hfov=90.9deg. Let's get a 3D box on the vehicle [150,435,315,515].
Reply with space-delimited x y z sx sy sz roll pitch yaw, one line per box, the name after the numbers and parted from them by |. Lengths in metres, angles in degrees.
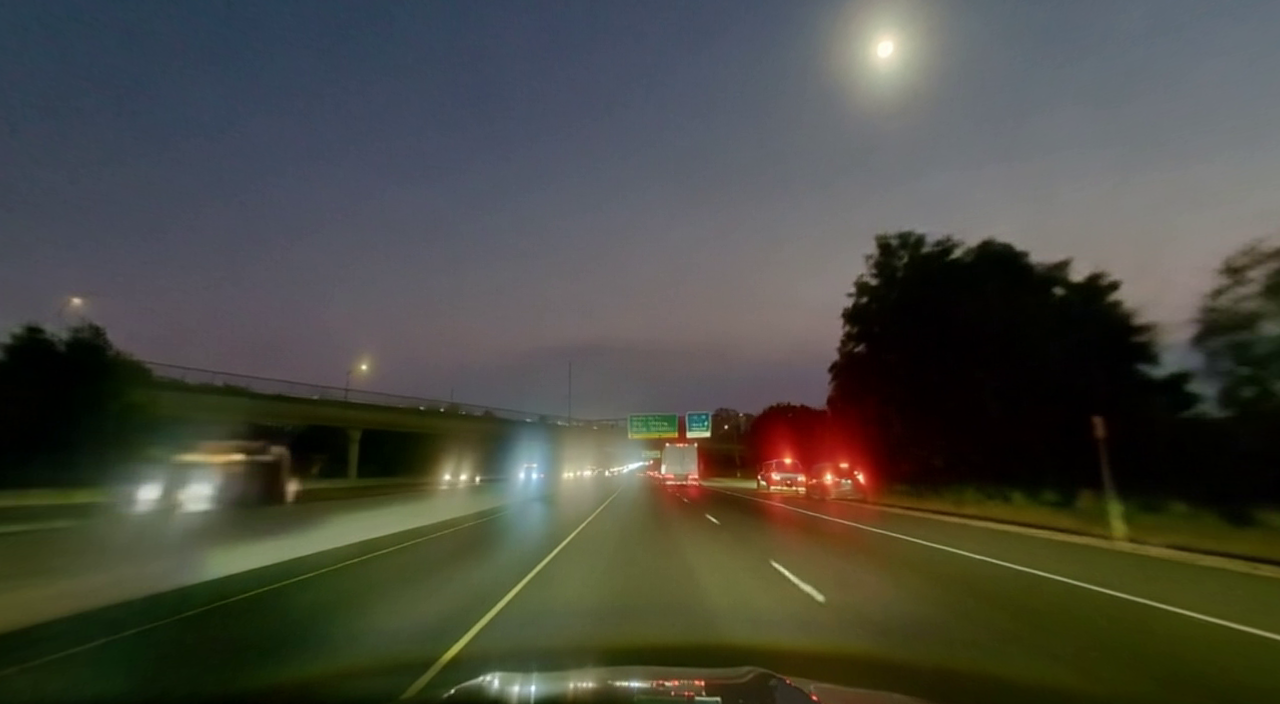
-15.705 4.839 24.935 2.273 2.708 6.121 1 -10 0 | vehicle
